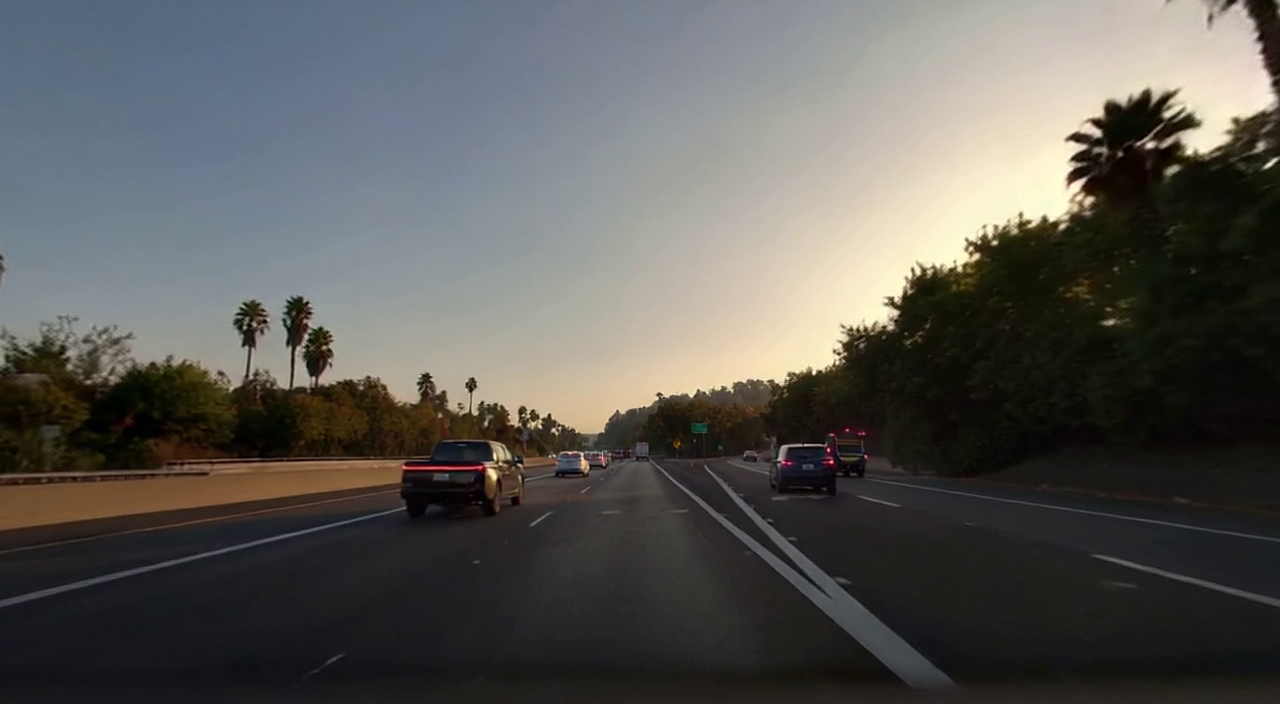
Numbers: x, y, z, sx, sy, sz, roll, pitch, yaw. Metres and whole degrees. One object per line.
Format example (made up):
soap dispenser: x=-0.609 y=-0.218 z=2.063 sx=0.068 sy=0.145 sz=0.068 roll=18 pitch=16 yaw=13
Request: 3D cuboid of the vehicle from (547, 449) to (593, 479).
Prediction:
vehicle: x=-3.920 y=6.367 z=36.045 sx=2.052 sy=1.545 sz=4.470 roll=0 pitch=-9 yaw=1

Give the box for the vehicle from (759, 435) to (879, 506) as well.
vehicle: x=5.055 y=3.449 z=18.745 sx=2.303 sy=1.791 sz=5.247 roll=-1 pitch=-9 yaw=3

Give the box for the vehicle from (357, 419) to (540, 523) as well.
vehicle: x=-4.113 y=2.726 z=14.952 sx=2.420 sy=1.937 sz=5.916 roll=0 pitch=-9 yaw=1
